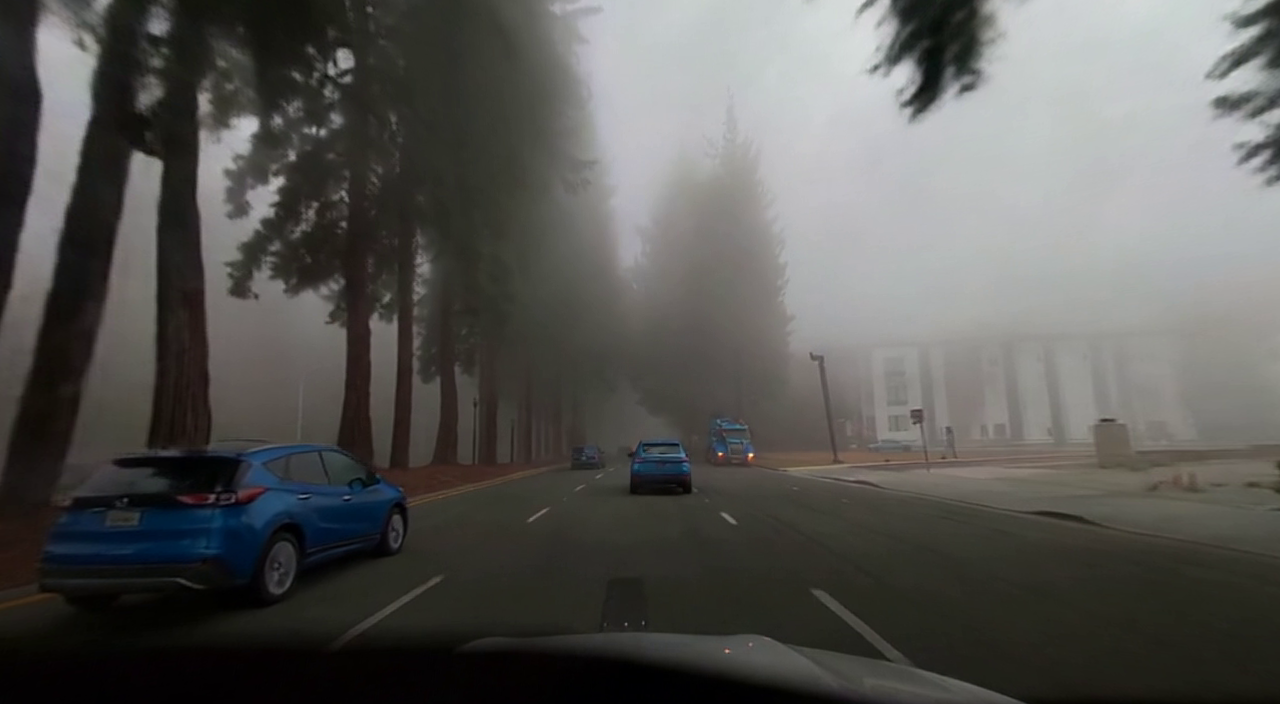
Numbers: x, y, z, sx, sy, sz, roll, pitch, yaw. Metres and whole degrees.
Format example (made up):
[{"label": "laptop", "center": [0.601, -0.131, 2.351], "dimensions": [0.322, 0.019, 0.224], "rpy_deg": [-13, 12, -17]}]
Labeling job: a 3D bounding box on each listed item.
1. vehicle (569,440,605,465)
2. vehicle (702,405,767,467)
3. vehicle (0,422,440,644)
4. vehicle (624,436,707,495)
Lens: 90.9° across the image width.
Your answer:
[{"label": "vehicle", "center": [-3.640, 7.044, 44.133], "dimensions": [2.062, 1.641, 4.193], "rpy_deg": [0, -8, 1]}, {"label": "vehicle", "center": [6.132, 5.777, 42.863], "dimensions": [2.867, 3.600, 11.047], "rpy_deg": [-1, -8, 1]}, {"label": "vehicle", "center": [-3.975, 1.599, 6.790], "dimensions": [2.003, 1.507, 4.808], "rpy_deg": [0, -8, 1]}, {"label": "vehicle", "center": [0.629, 3.182, 18.044], "dimensions": [2.086, 1.466, 4.026], "rpy_deg": [0, -8, -1]}]
